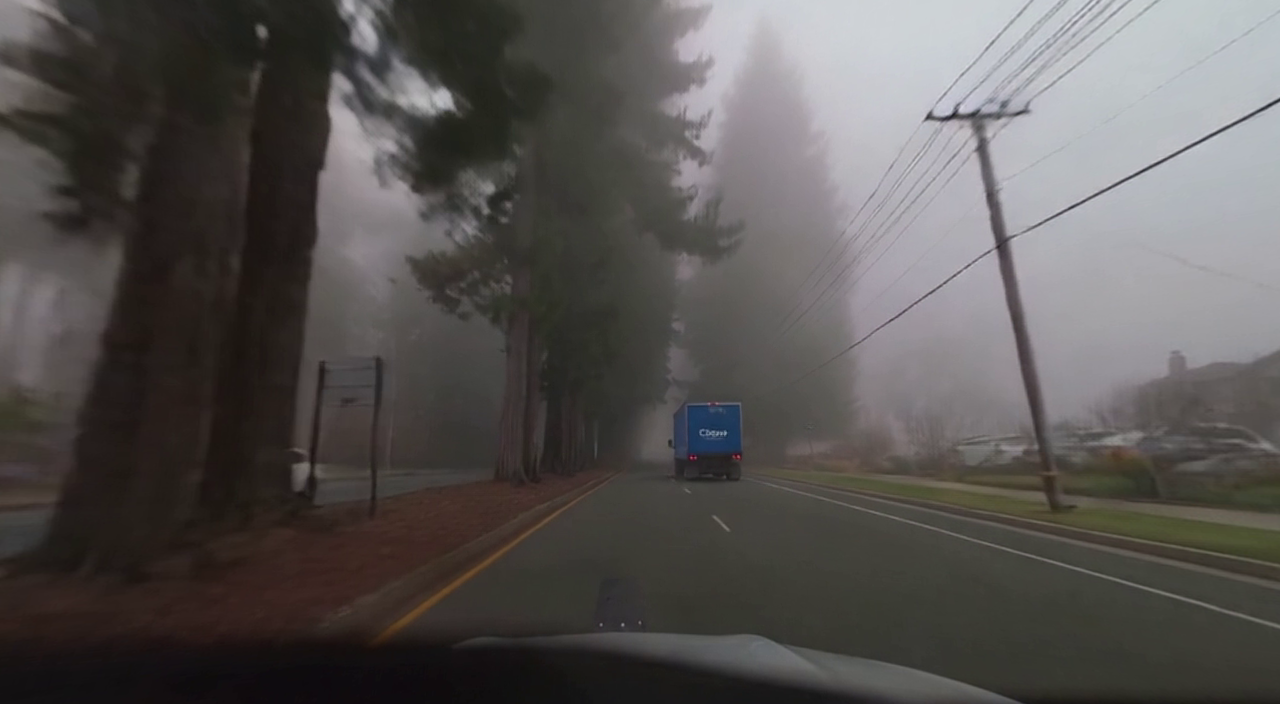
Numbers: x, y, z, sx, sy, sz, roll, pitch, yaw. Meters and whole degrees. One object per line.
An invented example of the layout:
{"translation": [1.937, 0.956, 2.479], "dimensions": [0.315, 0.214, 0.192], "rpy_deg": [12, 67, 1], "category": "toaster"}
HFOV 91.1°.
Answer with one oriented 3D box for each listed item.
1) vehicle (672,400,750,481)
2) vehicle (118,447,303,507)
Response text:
{"translation": [3.646, 4.943, 34.789], "dimensions": [2.973, 3.848, 9.336], "rpy_deg": [0, -8, -1], "category": "vehicle"}
{"translation": [-12.223, 3.538, 18.379], "dimensions": [1.950, 1.501, 4.807], "rpy_deg": [0, -8, 1], "category": "vehicle"}
